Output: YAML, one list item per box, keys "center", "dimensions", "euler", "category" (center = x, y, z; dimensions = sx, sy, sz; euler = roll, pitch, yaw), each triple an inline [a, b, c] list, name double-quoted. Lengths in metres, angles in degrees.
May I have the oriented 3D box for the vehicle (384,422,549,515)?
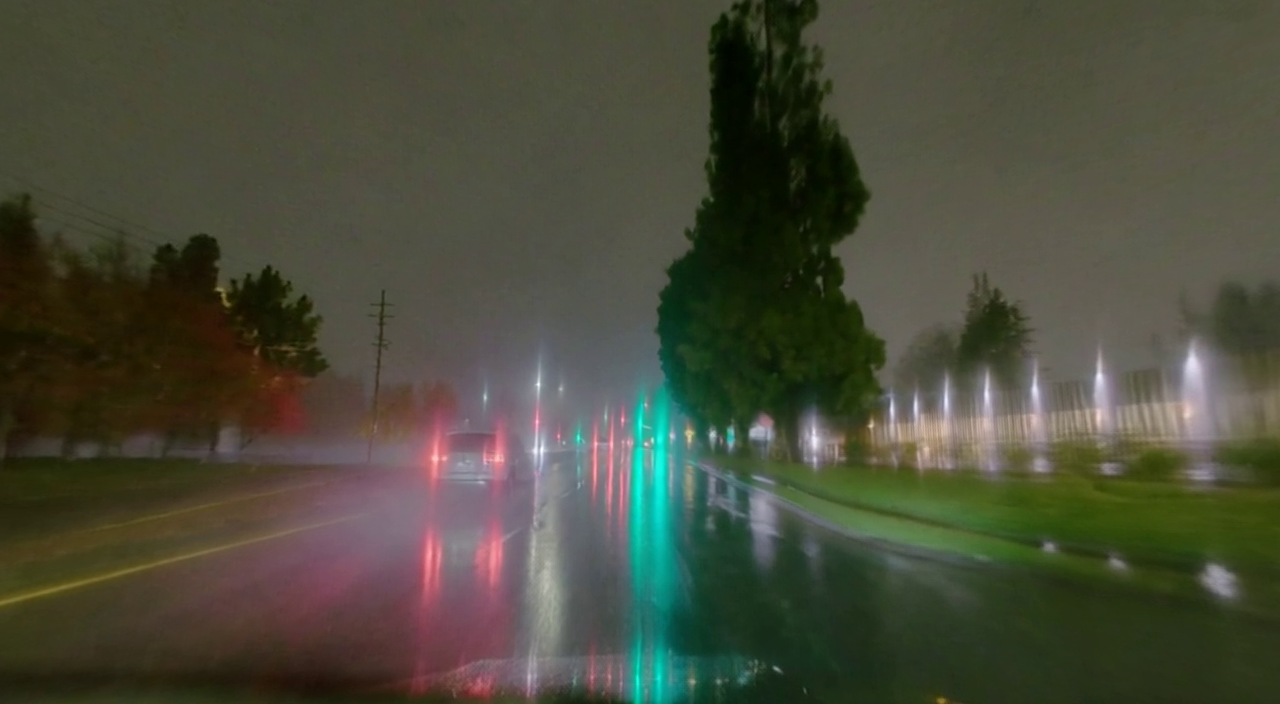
- center: [-3.539, 2.484, 14.039]
  dimensions: [2.202, 1.685, 4.772]
  euler: [0, -8, 1]
  category: "vehicle"
